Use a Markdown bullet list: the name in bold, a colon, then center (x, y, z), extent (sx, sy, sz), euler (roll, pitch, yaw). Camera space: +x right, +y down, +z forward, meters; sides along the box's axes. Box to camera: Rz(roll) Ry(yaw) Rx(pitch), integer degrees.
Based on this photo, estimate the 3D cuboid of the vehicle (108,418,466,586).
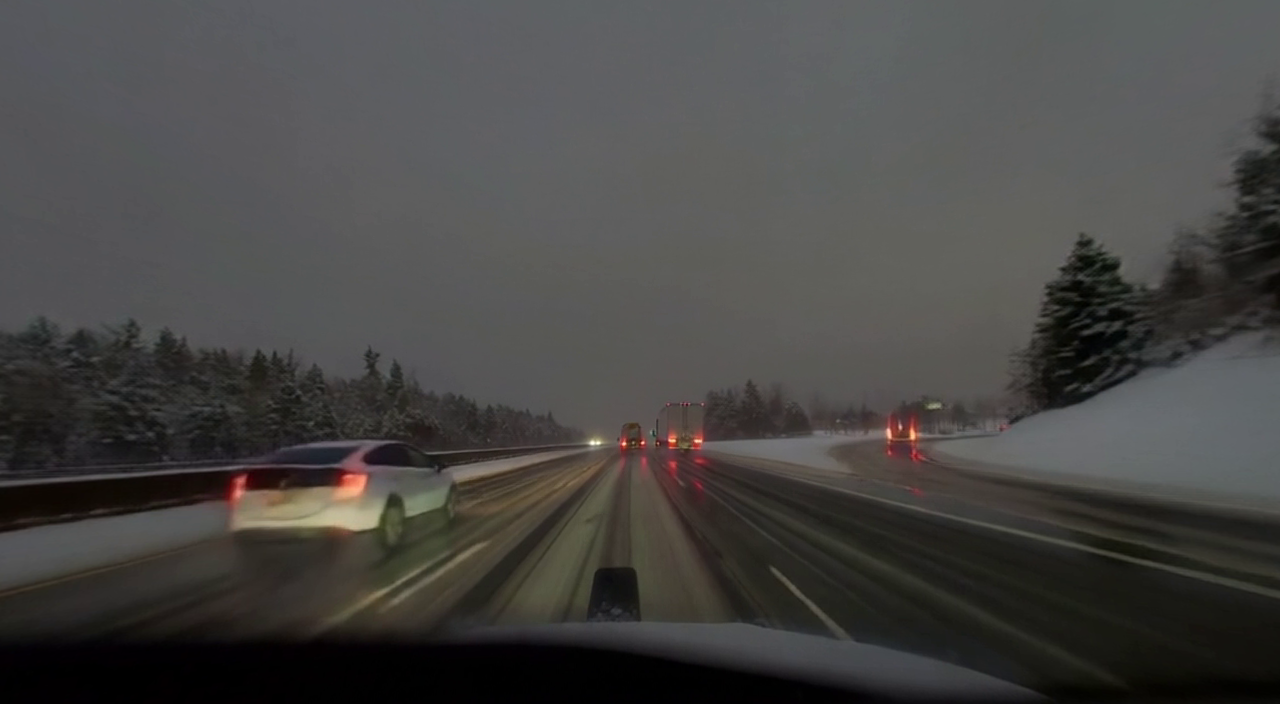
- **vehicle**: center (-3.895, 1.710, 8.073), extent (2.111, 1.536, 4.270), euler (0, -8, 0)
